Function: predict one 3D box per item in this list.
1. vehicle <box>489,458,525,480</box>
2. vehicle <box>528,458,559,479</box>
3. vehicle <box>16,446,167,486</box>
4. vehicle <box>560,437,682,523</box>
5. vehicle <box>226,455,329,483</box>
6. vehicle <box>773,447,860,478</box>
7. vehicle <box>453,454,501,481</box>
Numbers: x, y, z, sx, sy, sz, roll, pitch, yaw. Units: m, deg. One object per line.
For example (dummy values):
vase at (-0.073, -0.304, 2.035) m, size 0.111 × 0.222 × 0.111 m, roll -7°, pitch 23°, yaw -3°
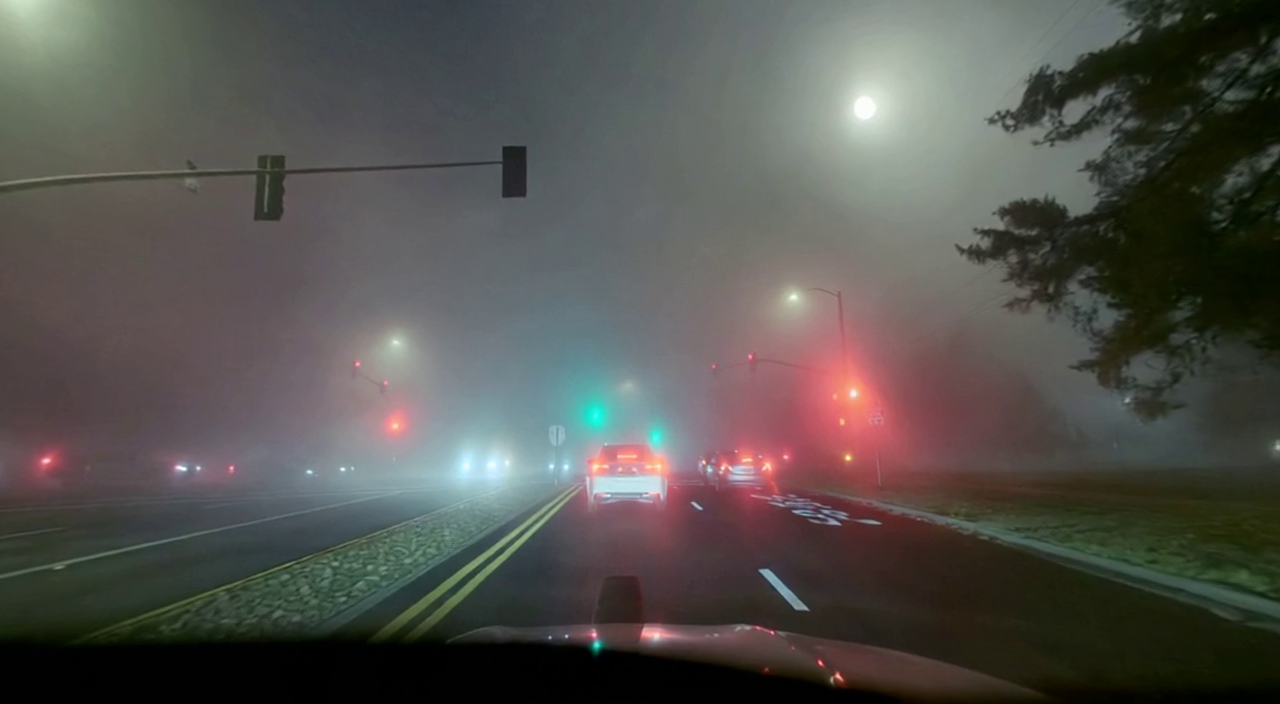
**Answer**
vehicle at (-10.306, 9.103, 49.398) m, size 2.078 × 1.534 × 4.646 m, roll 1°, pitch -9°, yaw -3°
vehicle at (-7.299, 8.819, 48.117) m, size 2.077 × 1.449 × 4.838 m, roll 1°, pitch -9°, yaw -5°
vehicle at (-25.690, 5.339, 29.780) m, size 4.877 × 1.754 × 1.978 m, roll 2°, pitch -9°, yaw -13°
vehicle at (-0.350, 2.535, 13.115) m, size 2.112 × 1.479 × 4.264 m, roll 0°, pitch -9°, yaw -1°
vehicle at (-19.972, 6.471, 35.021) m, size 4.548 × 1.449 × 1.802 m, roll 2°, pitch -9°, yaw -13°
vehicle at (9.449, 5.849, 33.693) m, size 4.601 × 1.485 × 1.929 m, roll 6°, pitch -10°, yaw -34°
vehicle at (-9.498, 6.731, 37.118) m, size 2.073 × 1.459 × 4.495 m, roll 1°, pitch -9°, yaw -6°
